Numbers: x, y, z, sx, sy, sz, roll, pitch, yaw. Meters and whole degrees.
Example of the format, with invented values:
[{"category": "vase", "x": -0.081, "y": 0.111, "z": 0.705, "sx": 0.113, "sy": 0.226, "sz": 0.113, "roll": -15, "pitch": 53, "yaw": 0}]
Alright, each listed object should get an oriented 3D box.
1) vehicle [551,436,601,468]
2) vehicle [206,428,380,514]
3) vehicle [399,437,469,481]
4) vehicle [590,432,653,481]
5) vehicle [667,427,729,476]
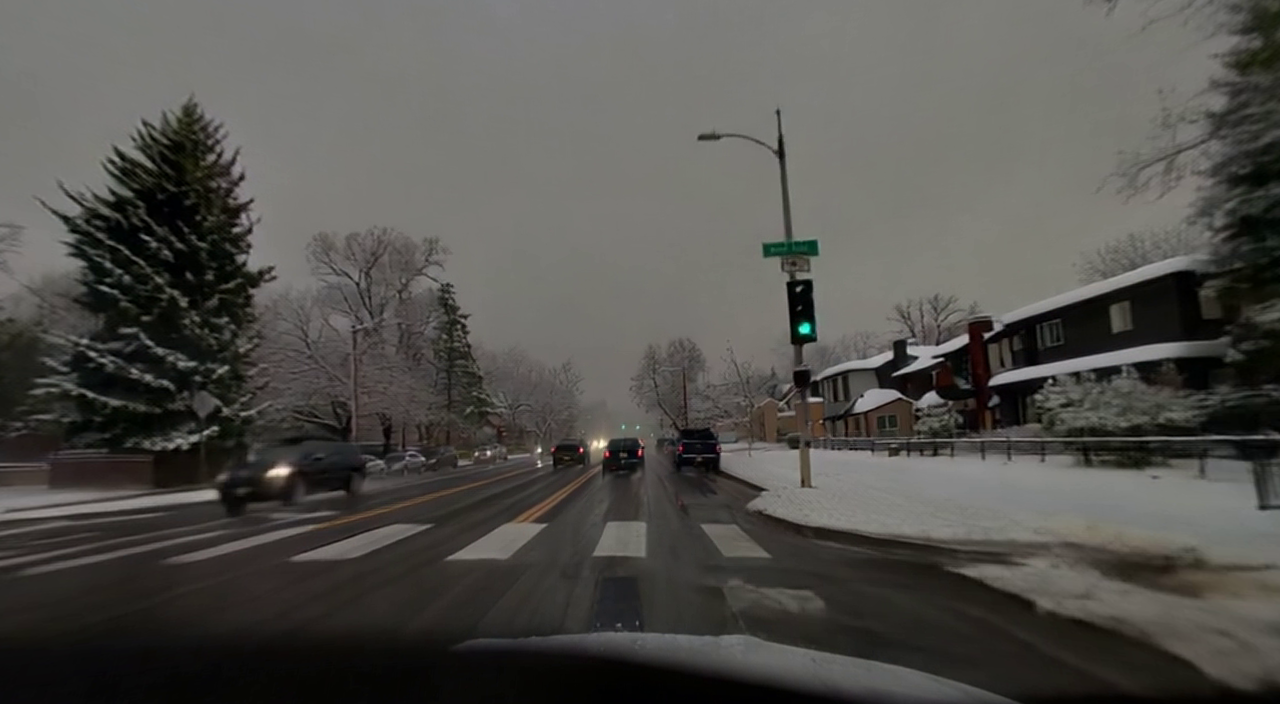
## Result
[{"category": "vehicle", "x": -3.242, "y": 5.123, "z": 32.757, "sx": 2.117, "sy": 1.528, "sz": 4.277, "roll": 0, "pitch": -8, "yaw": 0}, {"category": "vehicle", "x": -9.367, "y": 3.186, "z": 17.638, "sx": 2.105, "sy": 1.858, "sz": 4.903, "roll": -5, "pitch": -8, "yaw": 0}, {"category": "vehicle", "x": -12.511, "y": 6.465, "z": 38.839, "sx": 2.249, "sy": 2.093, "sz": 6.297, "roll": -8, "pitch": -7, "yaw": -3}, {"category": "vehicle", "x": -0.631, "y": 3.680, "z": 22.662, "sx": 2.041, "sy": 1.575, "sz": 4.304, "roll": 0, "pitch": -8, "yaw": -1}, {"category": "vehicle", "x": 2.360, "y": 4.177, "z": 26.878, "sx": 2.119, "sy": 1.884, "sz": 4.567, "roll": 0, "pitch": -8, "yaw": -1}]
